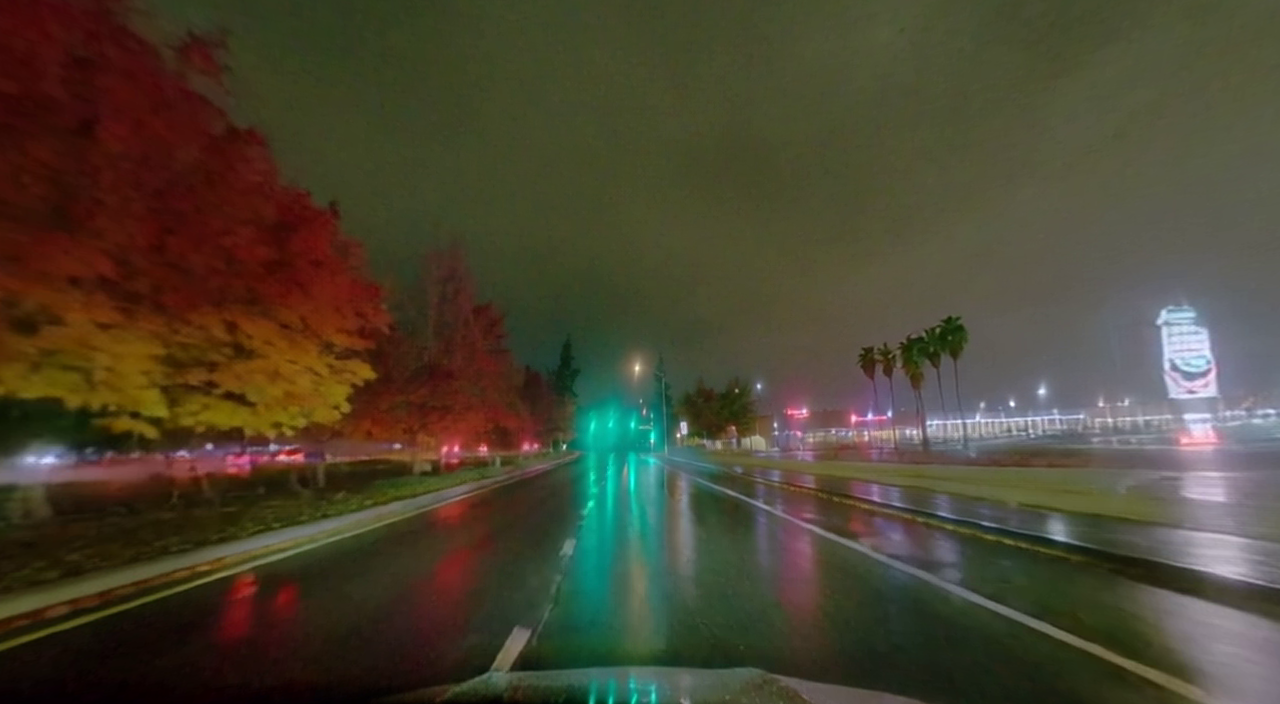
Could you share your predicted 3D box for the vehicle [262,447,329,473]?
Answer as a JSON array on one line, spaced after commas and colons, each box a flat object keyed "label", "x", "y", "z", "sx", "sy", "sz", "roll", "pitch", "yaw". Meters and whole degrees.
[{"label": "vehicle", "x": -23.088, "y": 7.221, "z": 42.399, "sx": 1.994, "sy": 1.652, "sz": 4.570, "roll": 1, "pitch": -9, "yaw": -2}]
